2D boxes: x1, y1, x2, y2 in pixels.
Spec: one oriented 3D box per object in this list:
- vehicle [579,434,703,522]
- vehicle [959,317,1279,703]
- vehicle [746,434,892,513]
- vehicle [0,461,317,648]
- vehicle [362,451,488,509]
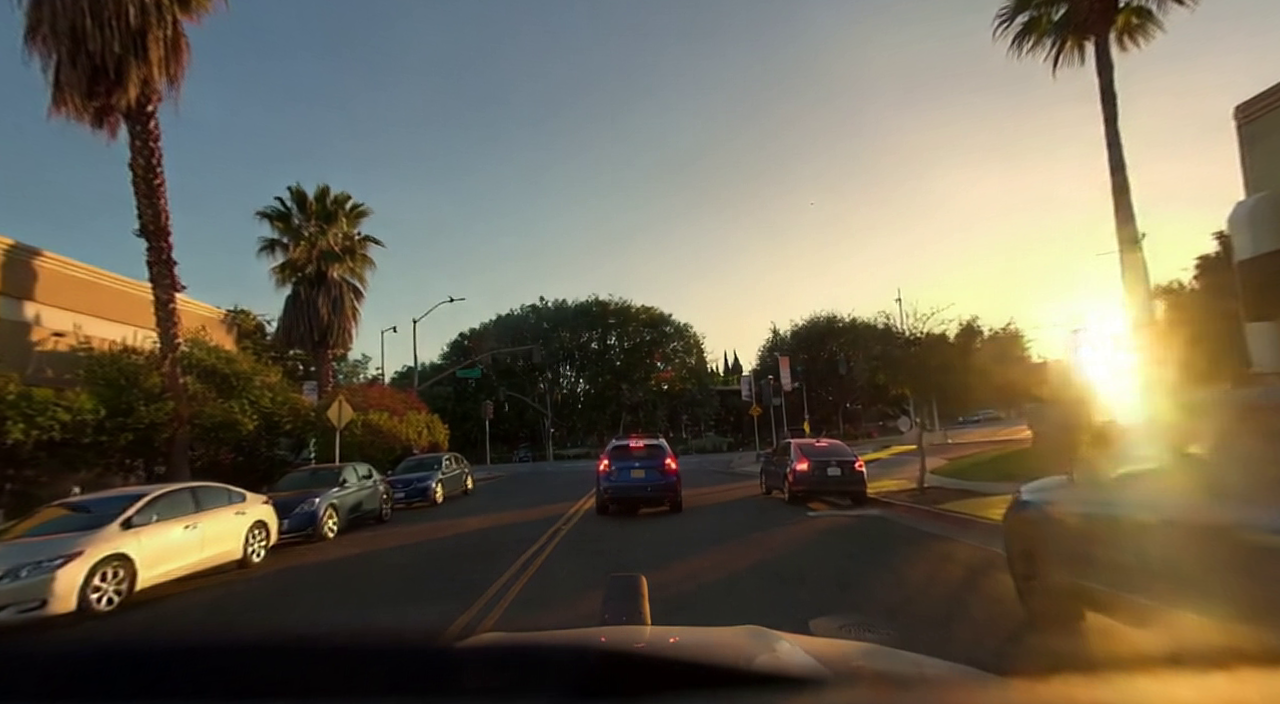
[{"bbox_3d":[-0.005,2.410,12.647,2.060,1.452,4.078,0,-8,0],"label":"vehicle"},{"bbox_3d":[3.622,0.753,2.503,2.099,1.786,5.198,0,-8,2],"label":"vehicle"},{"bbox_3d":[3.604,2.518,13.637,1.821,1.417,4.454,0,-8,0],"label":"vehicle"},{"bbox_3d":[-6.138,2.166,7.810,1.850,1.482,4.454,0,-8,1],"label":"vehicle"},{"bbox_3d":[-6.317,3.804,19.243,2.105,1.469,4.693,0,-8,2],"label":"vehicle"}]
